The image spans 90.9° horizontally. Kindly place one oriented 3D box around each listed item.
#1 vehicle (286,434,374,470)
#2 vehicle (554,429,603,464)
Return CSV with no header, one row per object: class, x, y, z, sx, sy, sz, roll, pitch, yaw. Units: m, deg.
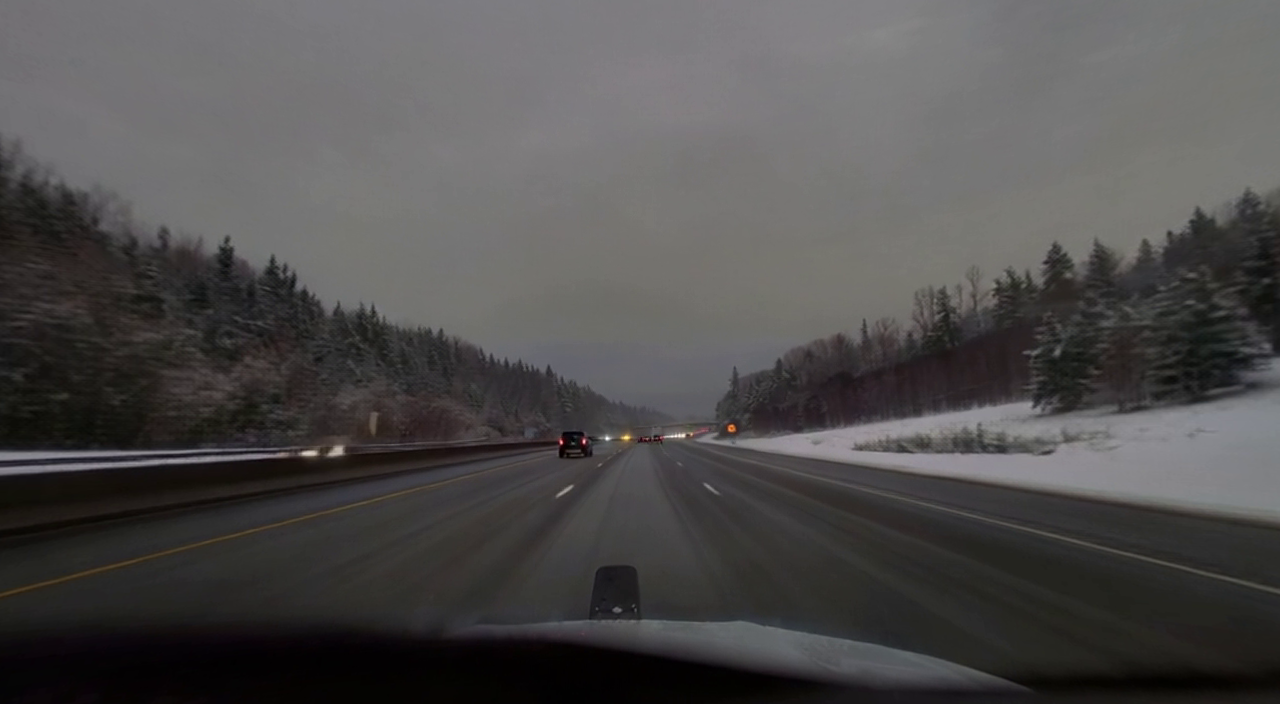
vehicle,-15.827,5.109,32.532,2.294,1.722,4.600,0,-8,-1
vehicle,-3.126,4.879,32.664,2.084,1.654,4.080,0,-8,1
